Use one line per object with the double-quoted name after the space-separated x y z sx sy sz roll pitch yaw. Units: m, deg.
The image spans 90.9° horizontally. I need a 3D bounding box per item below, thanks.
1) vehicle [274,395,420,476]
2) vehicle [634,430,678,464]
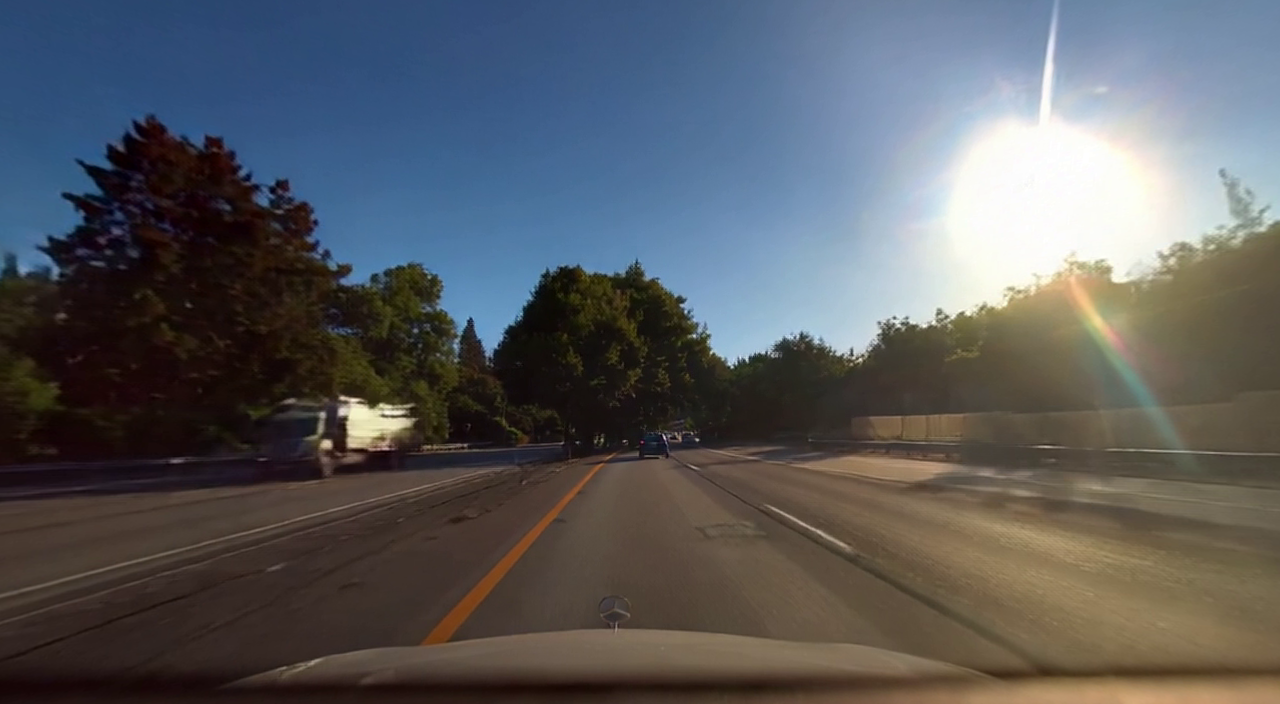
-12.363 3.667 27.487 2.775 3.035 7.299 0 -8 0 "vehicle"
0.713 4.640 30.851 2.046 1.526 3.903 0 -8 0 "vehicle"
